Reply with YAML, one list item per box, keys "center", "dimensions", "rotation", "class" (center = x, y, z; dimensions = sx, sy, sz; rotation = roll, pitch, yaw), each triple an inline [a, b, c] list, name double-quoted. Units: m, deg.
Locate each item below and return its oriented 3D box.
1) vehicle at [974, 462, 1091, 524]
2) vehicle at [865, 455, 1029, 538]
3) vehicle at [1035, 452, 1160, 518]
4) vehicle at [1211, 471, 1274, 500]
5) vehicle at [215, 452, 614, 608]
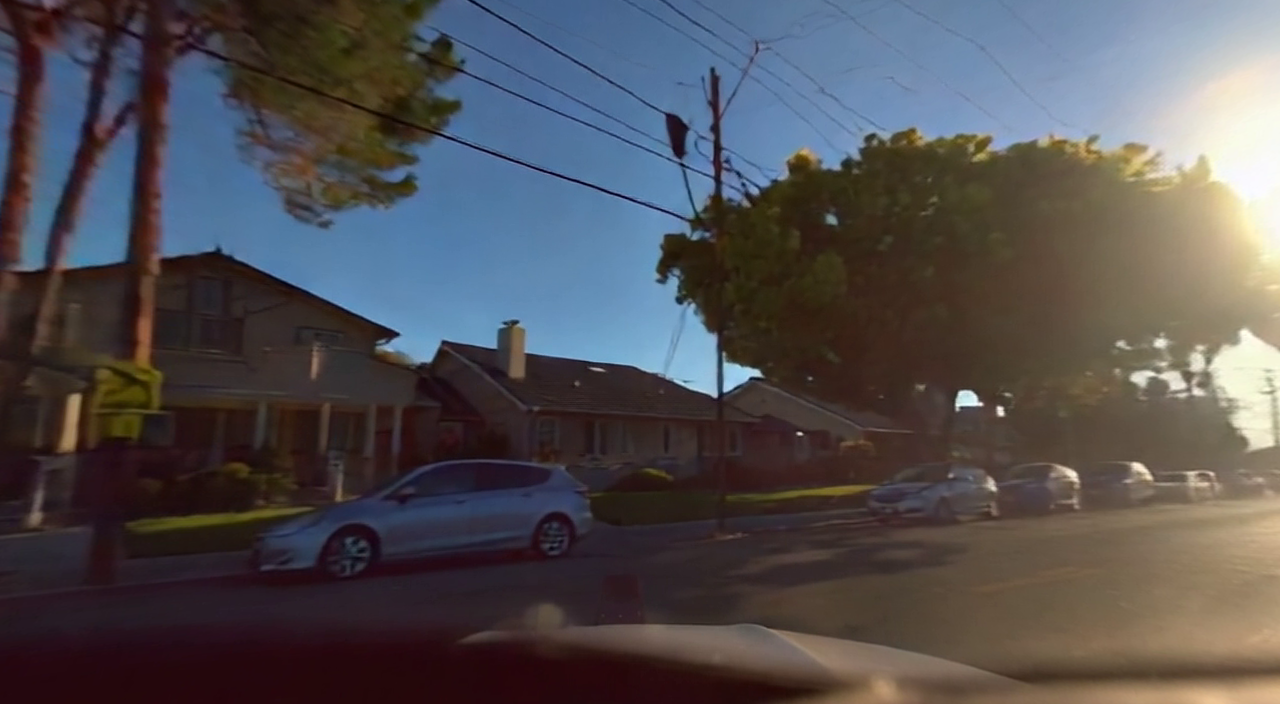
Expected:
- center: [11.790, 4.137, 18.904]
  dimensions: [3.648, 1.502, 1.745]
  rotation: [6, -10, -38]
  class: "vehicle"
- center: [7.881, 3.534, 16.074]
  dimensions: [4.442, 1.675, 1.909]
  rotation: [6, -10, -38]
  class: "vehicle"
- center: [15.971, 4.519, 21.969]
  dimensions: [4.713, 1.923, 2.034]
  rotation: [6, -10, -36]
  class: "vehicle"
- center: [34.570, 7.608, 36.213]
  dimensions: [4.357, 1.359, 1.958]
  rotation: [6, -10, -39]
  class: "vehicle"
- center: [-2.670, 2.056, 8.167]
  dimensions: [4.469, 1.391, 1.746]
  rotation: [6, -12, -38]
  class: "vehicle"
